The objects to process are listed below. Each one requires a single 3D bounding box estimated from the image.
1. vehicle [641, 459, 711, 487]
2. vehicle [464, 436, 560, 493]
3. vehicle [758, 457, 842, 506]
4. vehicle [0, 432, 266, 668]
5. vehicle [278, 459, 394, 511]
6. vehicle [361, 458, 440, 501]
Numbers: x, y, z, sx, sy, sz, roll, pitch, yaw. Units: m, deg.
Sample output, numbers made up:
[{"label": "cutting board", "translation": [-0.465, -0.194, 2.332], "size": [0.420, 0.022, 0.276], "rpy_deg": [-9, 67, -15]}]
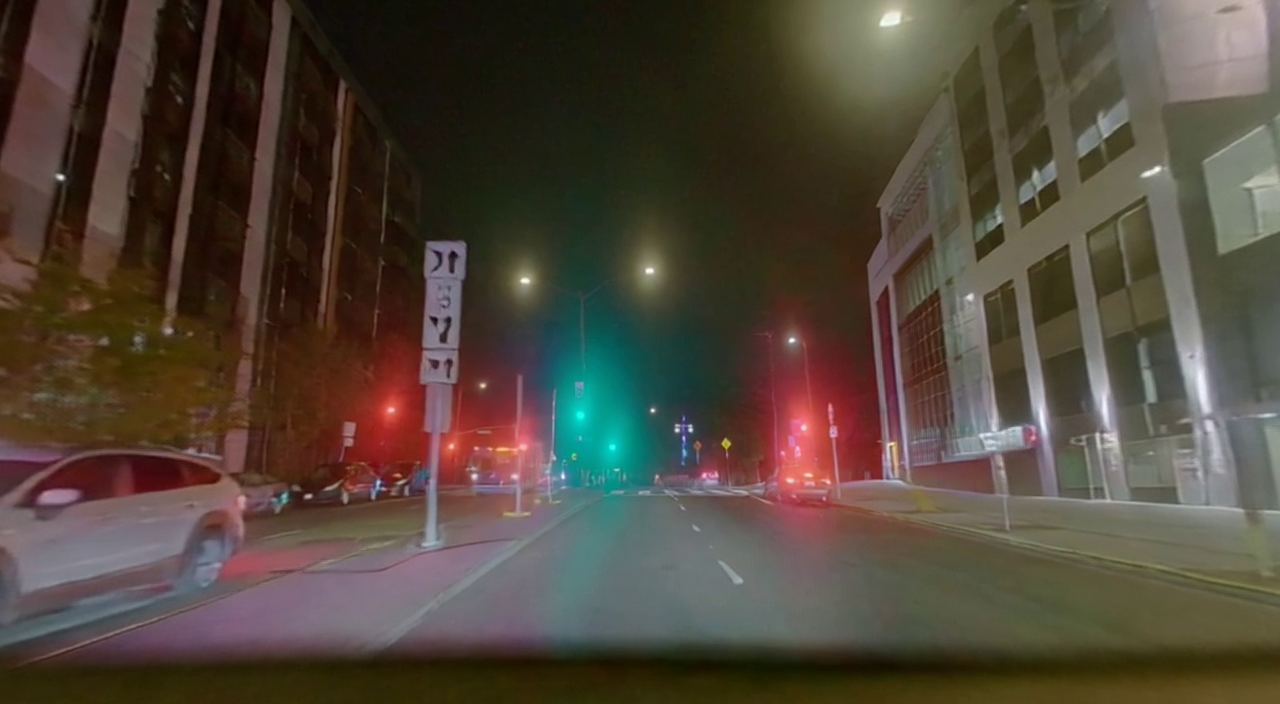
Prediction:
[{"label": "vehicle", "translation": [2.603, 8.828, 46.053], "size": [4.742, 1.906, 1.933], "rpy_deg": [2, -9, -9]}, {"label": "vehicle", "translation": [-7.195, 6.404, 36.506], "size": [2.591, 2.910, 6.652], "rpy_deg": [-2, -9, 16]}, {"label": "vehicle", "translation": [5.810, 4.753, 23.588], "size": [1.888, 1.536, 4.381], "rpy_deg": [0, -8, -2]}, {"label": "vehicle", "translation": [-5.125, 1.409, 4.905], "size": [1.914, 1.530, 3.980], "rpy_deg": [0, -8, 1]}, {"label": "vehicle", "translation": [-11.060, 4.845, 23.428], "size": [1.968, 1.608, 4.609], "rpy_deg": [0, -8, 1]}, {"label": "vehicle", "translation": [-10.982, 5.853, 29.309], "size": [1.908, 1.721, 4.285], "rpy_deg": [0, -8, 1]}]
